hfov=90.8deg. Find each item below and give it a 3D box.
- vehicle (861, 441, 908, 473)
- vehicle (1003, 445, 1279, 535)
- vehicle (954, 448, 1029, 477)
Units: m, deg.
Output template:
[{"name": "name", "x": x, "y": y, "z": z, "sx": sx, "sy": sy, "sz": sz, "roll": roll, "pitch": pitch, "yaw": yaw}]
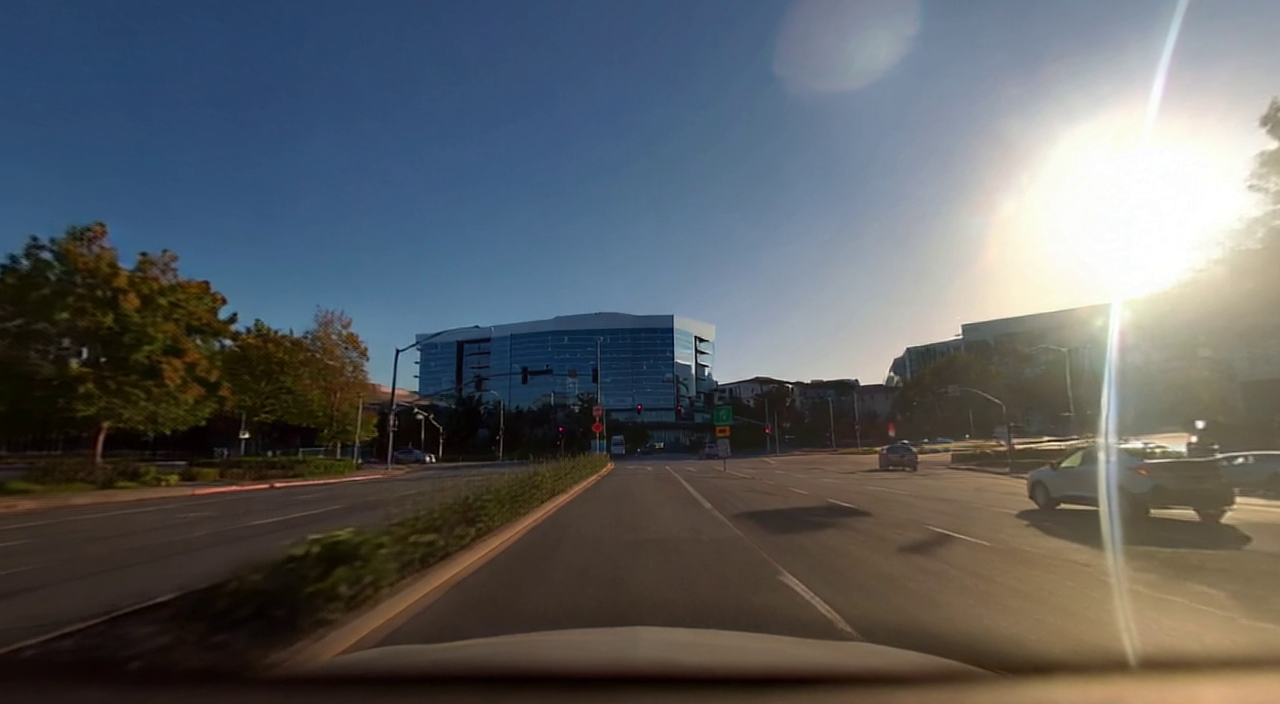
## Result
[{"name": "vehicle", "x": 15.131, "y": 6.510, "z": 39.338, "sx": 1.951, "sy": 1.843, "sz": 4.335, "roll": -2, "pitch": -9, "yaw": 12}, {"name": "vehicle", "x": 9.714, "y": 2.651, "z": 12.880, "sx": 1.933, "sy": 1.500, "sz": 4.458, "roll": 0, "pitch": -8, "yaw": -1}, {"name": "vehicle", "x": 20.586, "y": 6.453, "z": 37.225, "sx": 1.896, "sy": 1.524, "sz": 4.562, "roll": 0, "pitch": -8, "yaw": 1}]
